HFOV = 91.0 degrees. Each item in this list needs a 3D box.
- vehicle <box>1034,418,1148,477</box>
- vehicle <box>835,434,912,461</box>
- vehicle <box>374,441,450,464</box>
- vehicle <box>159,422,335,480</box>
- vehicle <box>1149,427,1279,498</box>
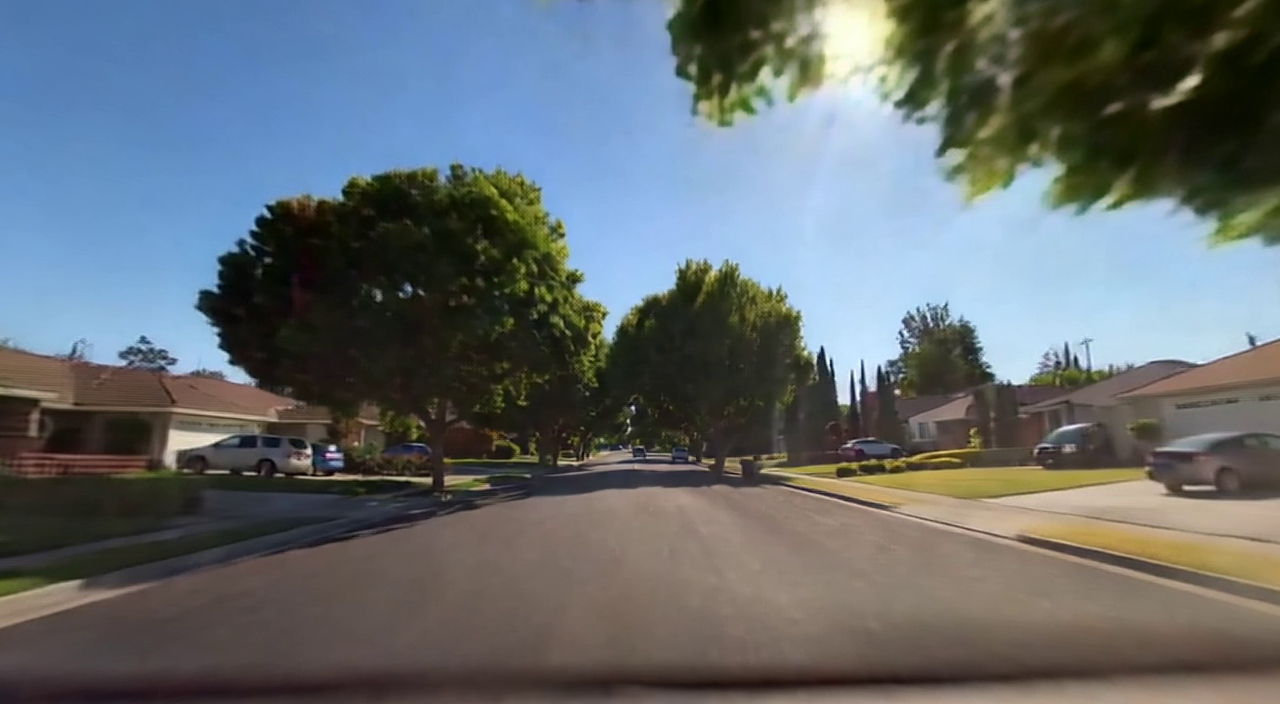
[{"bbox_3d":[16.276,3.504,23.057,2.288,1.880,4.939,-4,-9,23],"label":"vehicle"},{"bbox_3d":[15.753,6.414,42.432,4.468,1.728,2.135,3,-8,-20],"label":"vehicle"},{"bbox_3d":[-15.301,6.753,42.367,4.351,1.474,2.015,0,-9,-1],"label":"vehicle"},{"bbox_3d":[-15.306,3.868,24.852,2.575,2.031,5.155,-6,-10,34],"label":"vehicle"},{"bbox_3d":[15.064,2.527,14.558,4.606,1.545,1.967,-2,-9,12],"label":"vehicle"}]
